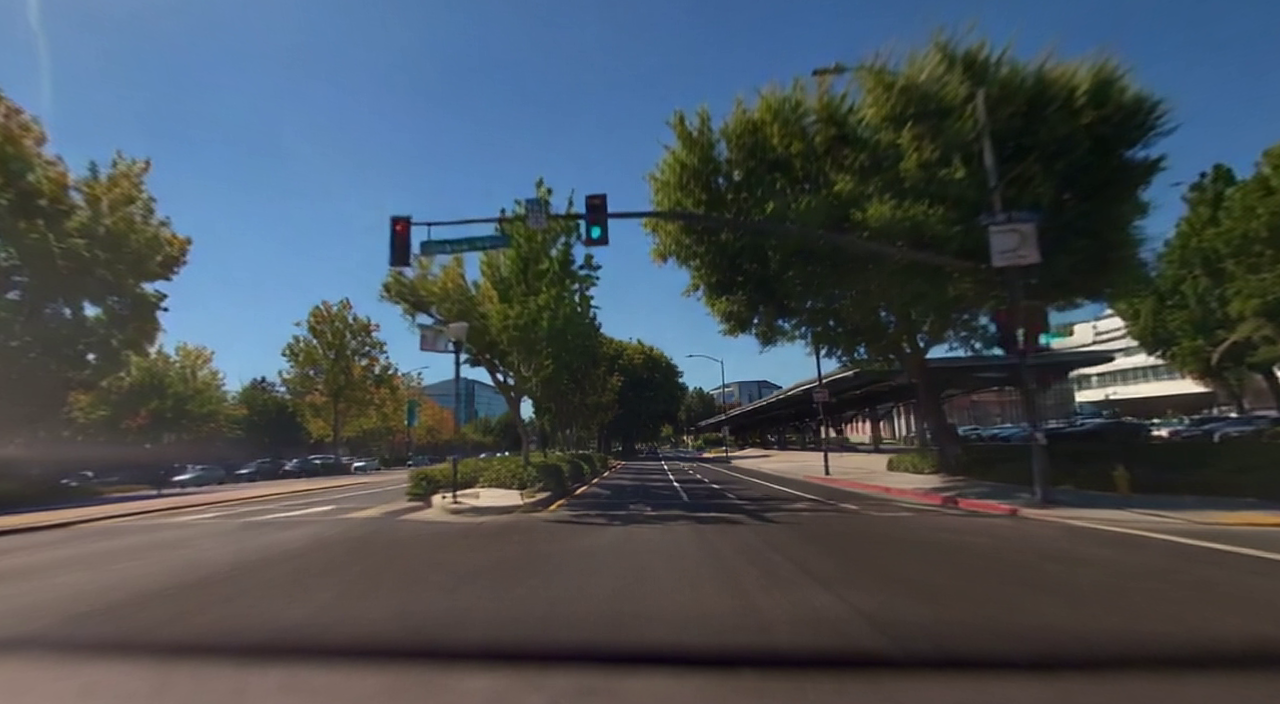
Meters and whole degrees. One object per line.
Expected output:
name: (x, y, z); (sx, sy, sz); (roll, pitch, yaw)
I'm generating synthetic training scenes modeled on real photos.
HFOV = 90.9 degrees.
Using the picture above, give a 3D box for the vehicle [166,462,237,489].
vehicle: (-29.538, 8.311, 42.631); (1.807, 1.534, 4.156); (0, -8, 0)

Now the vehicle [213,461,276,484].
vehicle: (-29.564, 9.006, 47.225); (1.815, 1.531, 4.544); (0, -8, -1)
